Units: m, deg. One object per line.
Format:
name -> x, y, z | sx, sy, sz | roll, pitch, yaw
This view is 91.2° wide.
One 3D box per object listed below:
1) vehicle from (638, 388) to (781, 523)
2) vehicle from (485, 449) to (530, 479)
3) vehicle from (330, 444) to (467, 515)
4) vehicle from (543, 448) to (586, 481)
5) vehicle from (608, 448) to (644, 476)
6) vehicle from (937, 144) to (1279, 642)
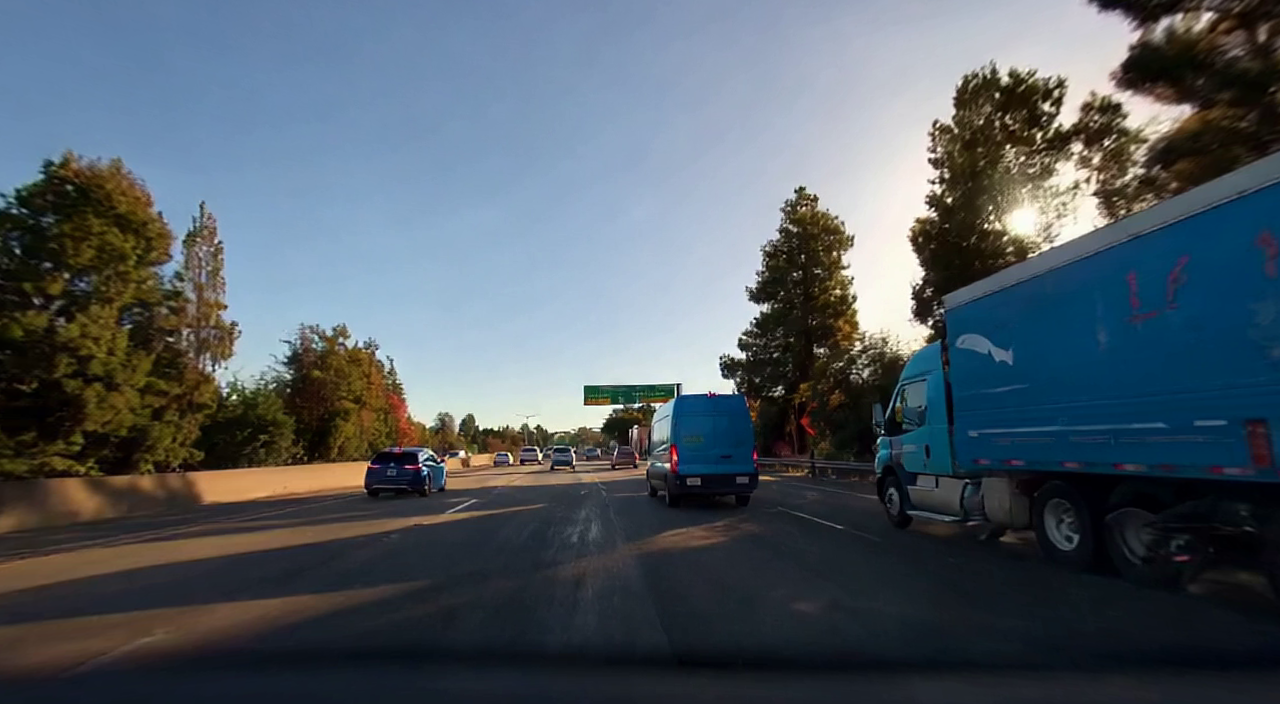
vehicle -> 1.326, 2.371, 14.634 | 2.268, 2.551, 5.144 | 0, -9, -6
vehicle -> -7.234, 6.145, 34.541 | 2.026, 1.506, 4.102 | 1, -9, -7
vehicle -> -5.870, 3.115, 15.879 | 2.003, 1.498, 4.386 | 0, -9, -4
vehicle -> -3.734, 5.639, 31.597 | 2.002, 1.536, 4.021 | 0, -9, -5
vehicle -> -0.884, 6.376, 36.569 | 1.906, 1.499, 3.843 | 0, -9, -4
vehicle -> 5.981, 0.243, 4.233 | 2.800, 3.507, 9.244 | 0, -9, -4
